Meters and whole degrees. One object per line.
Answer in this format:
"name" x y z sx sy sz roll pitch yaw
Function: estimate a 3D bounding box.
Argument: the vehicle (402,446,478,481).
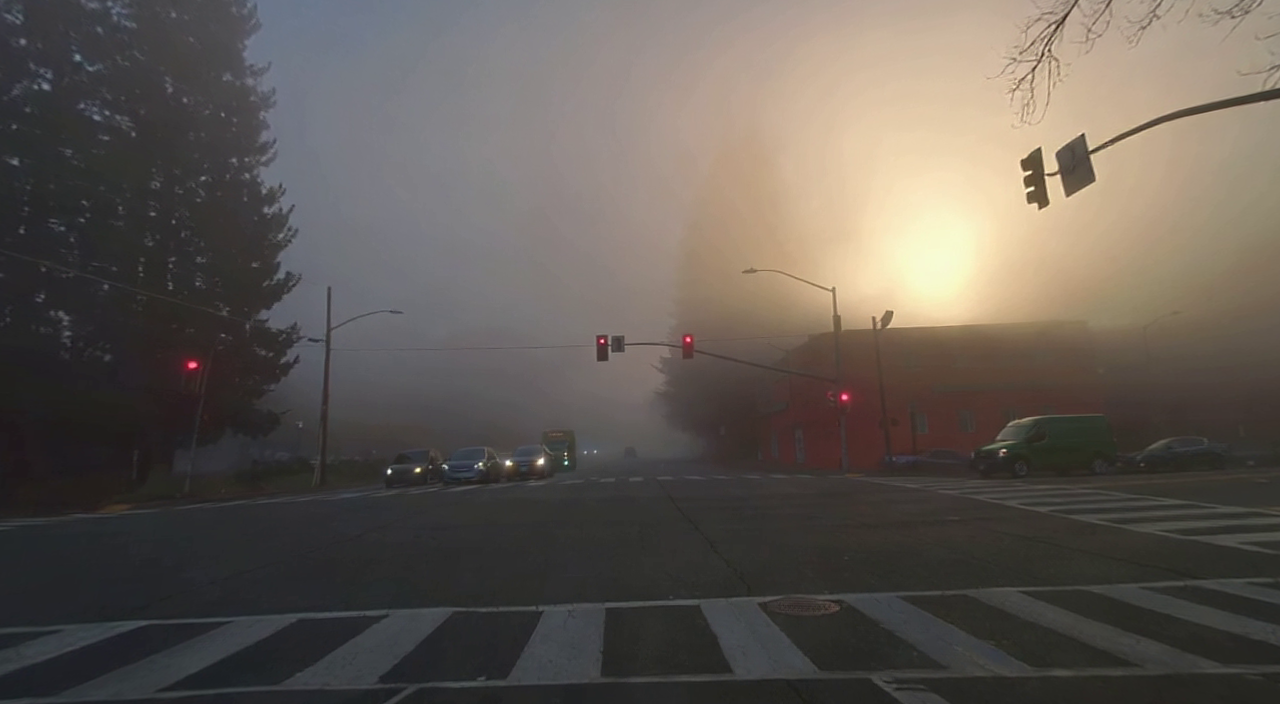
"vehicle" -9.010 5.032 28.851 2.024 1.460 4.381 0 -9 0

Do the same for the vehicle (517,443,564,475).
"vehicle" -4.769 5.166 30.770 1.846 1.416 4.228 0 -9 -4

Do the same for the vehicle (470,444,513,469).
"vehicle" -9.020 6.376 38.756 1.779 1.460 4.463 0 -9 -3

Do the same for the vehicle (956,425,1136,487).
"vehicle" 14.835 3.762 23.121 5.910 2.046 2.228 3 -9 -19

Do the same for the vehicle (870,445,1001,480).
"vehicle" 13.033 4.880 28.037 4.828 1.453 1.919 0 -9 -3
